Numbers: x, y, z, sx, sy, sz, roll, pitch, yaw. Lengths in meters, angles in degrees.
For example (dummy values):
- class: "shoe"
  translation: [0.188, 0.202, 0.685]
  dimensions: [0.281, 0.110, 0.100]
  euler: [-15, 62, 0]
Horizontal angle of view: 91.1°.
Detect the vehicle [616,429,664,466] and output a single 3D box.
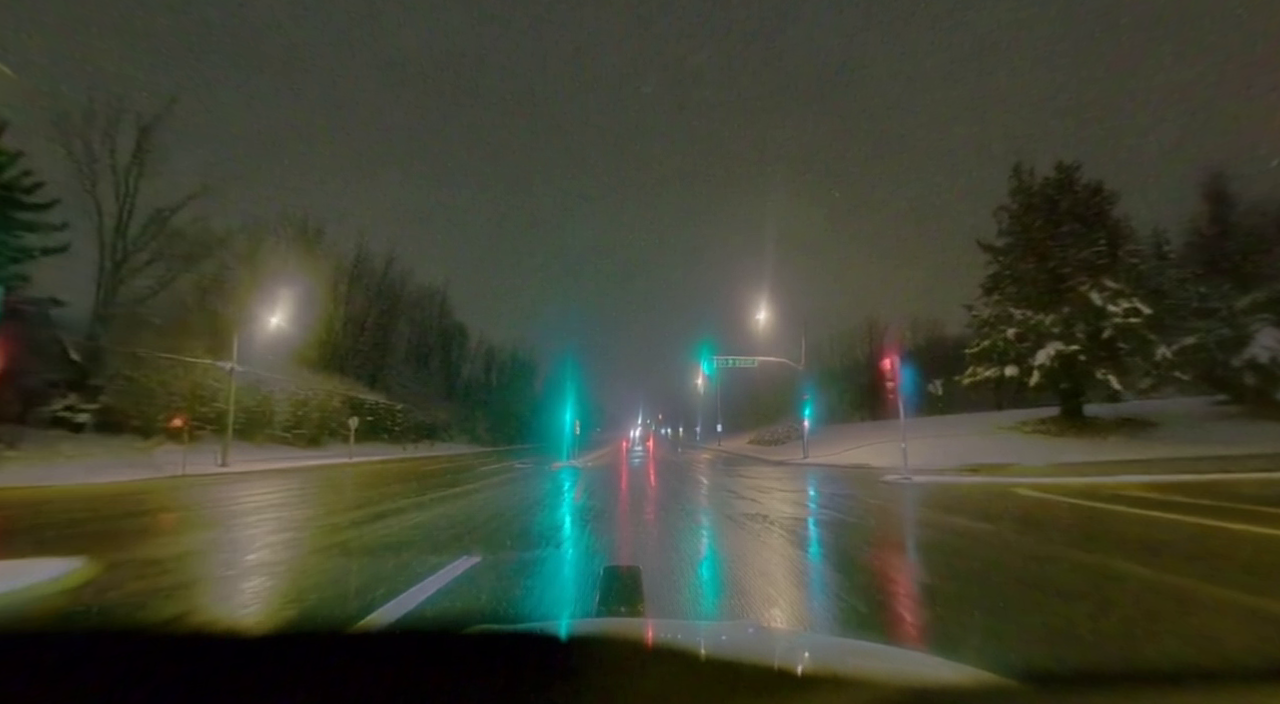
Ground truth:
- class: "vehicle"
  translation: [0.034, 4.805, 31.828]
  dimensions: [2.256, 1.734, 4.176]
  euler: [0, -8, 0]
